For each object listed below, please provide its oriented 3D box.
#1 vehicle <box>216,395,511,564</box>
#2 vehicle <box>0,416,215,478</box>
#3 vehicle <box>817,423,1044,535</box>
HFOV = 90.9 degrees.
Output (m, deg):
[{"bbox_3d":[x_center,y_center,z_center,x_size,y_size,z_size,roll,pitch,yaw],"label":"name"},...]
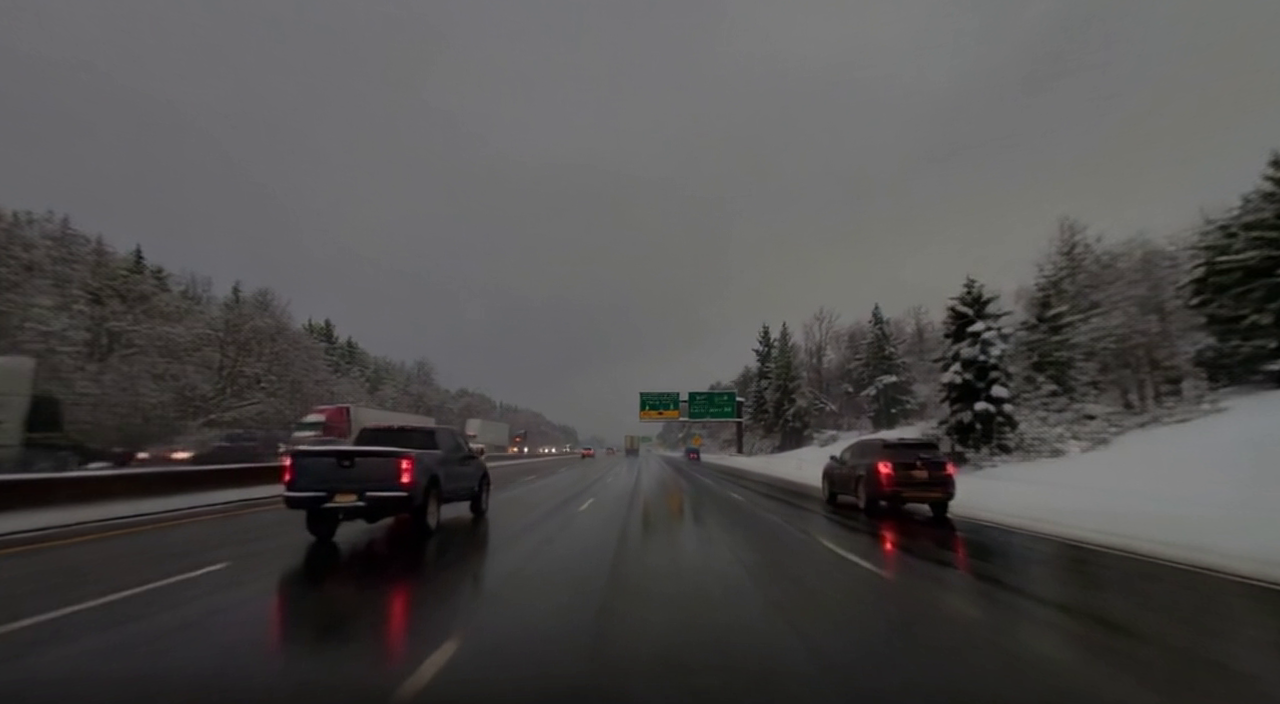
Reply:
[{"bbox_3d":[-3.722,1.865,9.917,2.220,1.928,5.176,0,-9,1],"label":"vehicle"},{"bbox_3d":[-14.098,2.595,17.113,1.967,1.454,4.432,0,-9,0],"label":"vehicle"},{"bbox_3d":[5.172,2.326,12.058,2.080,1.725,4.252,1,-9,-4],"label":"vehicle"}]
